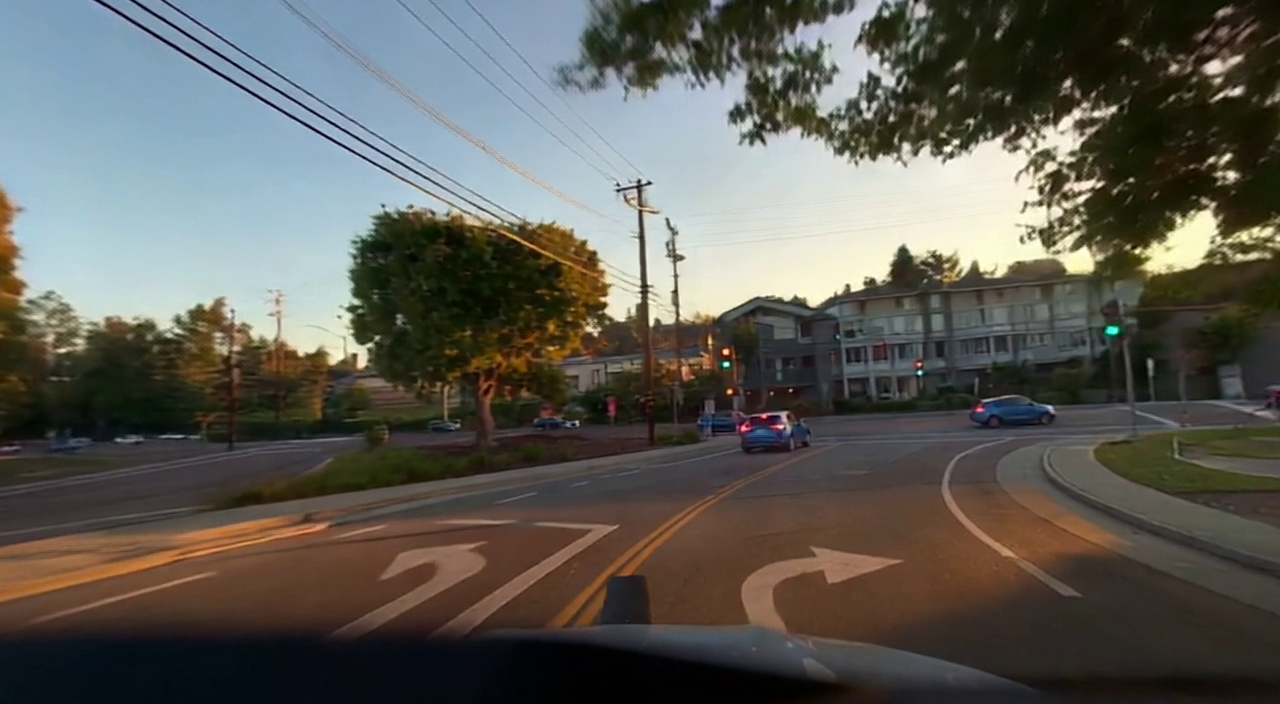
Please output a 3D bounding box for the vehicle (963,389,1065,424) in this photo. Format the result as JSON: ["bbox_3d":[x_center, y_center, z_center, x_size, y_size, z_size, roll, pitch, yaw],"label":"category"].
[{"bbox_3d":[20.647,3.033,35.045,4.636,1.668,1.935,-5,-6,28],"label":"vehicle"}]

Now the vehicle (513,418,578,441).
[{"bbox_3d":[-7.315,5.998,48.792,4.610,1.476,2.021,-4,-2,26],"label":"vehicle"}]

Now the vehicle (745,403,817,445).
[{"bbox_3d":[6.421,3.322,28.318,1.928,1.726,4.704,-5,-10,28],"label":"vehicle"}]

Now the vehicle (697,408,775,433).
[{"bbox_3d":[6.454,4.595,42.327,4.757,1.442,1.858,-5,-5,27],"label":"vehicle"}]
